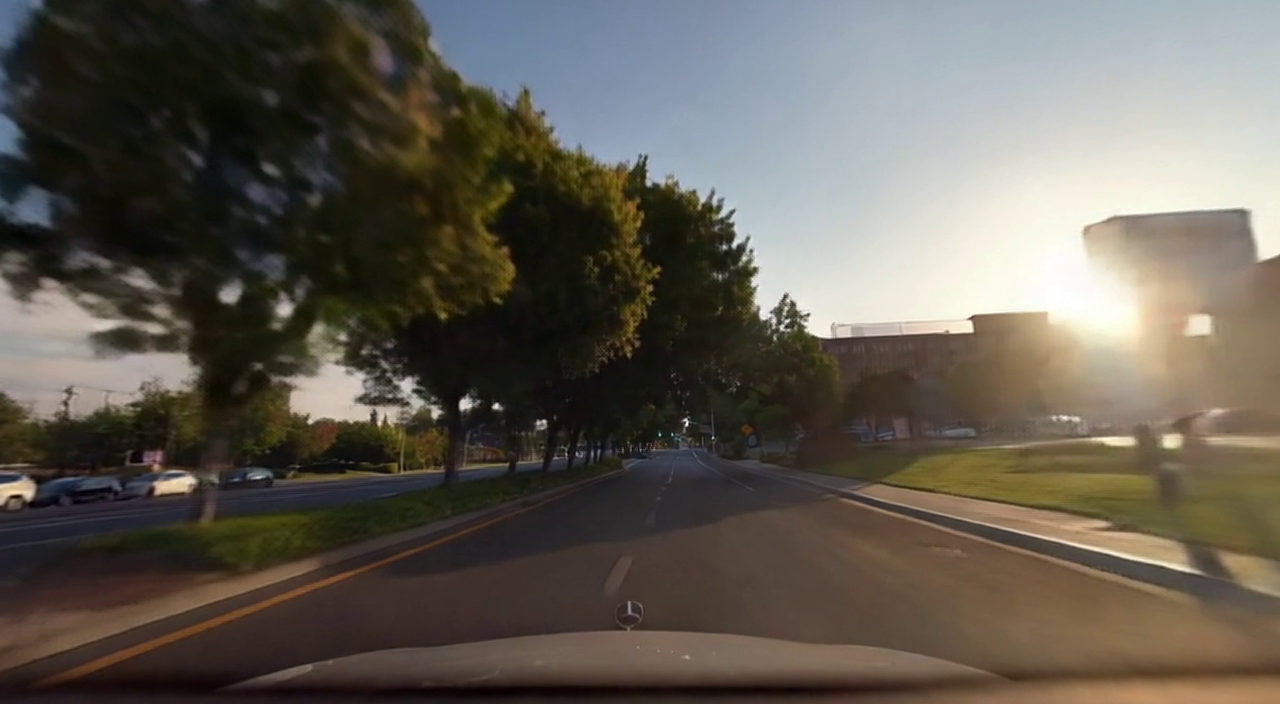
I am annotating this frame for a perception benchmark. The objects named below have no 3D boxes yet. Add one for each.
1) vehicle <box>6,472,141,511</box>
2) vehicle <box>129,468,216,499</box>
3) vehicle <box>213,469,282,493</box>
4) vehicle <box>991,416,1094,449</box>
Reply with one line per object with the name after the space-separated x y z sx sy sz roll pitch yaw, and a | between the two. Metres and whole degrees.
-24.656 6.066 27.667 1.827 1.370 4.191 -1 -9 6 | vehicle
-30.132 8.451 40.809 1.851 1.682 4.631 -1 -9 4 | vehicle
-29.465 9.667 47.488 1.906 1.486 4.617 -1 -9 5 | vehicle
17.984 3.636 28.303 3.464 1.409 1.598 0 -9 4 | vehicle
